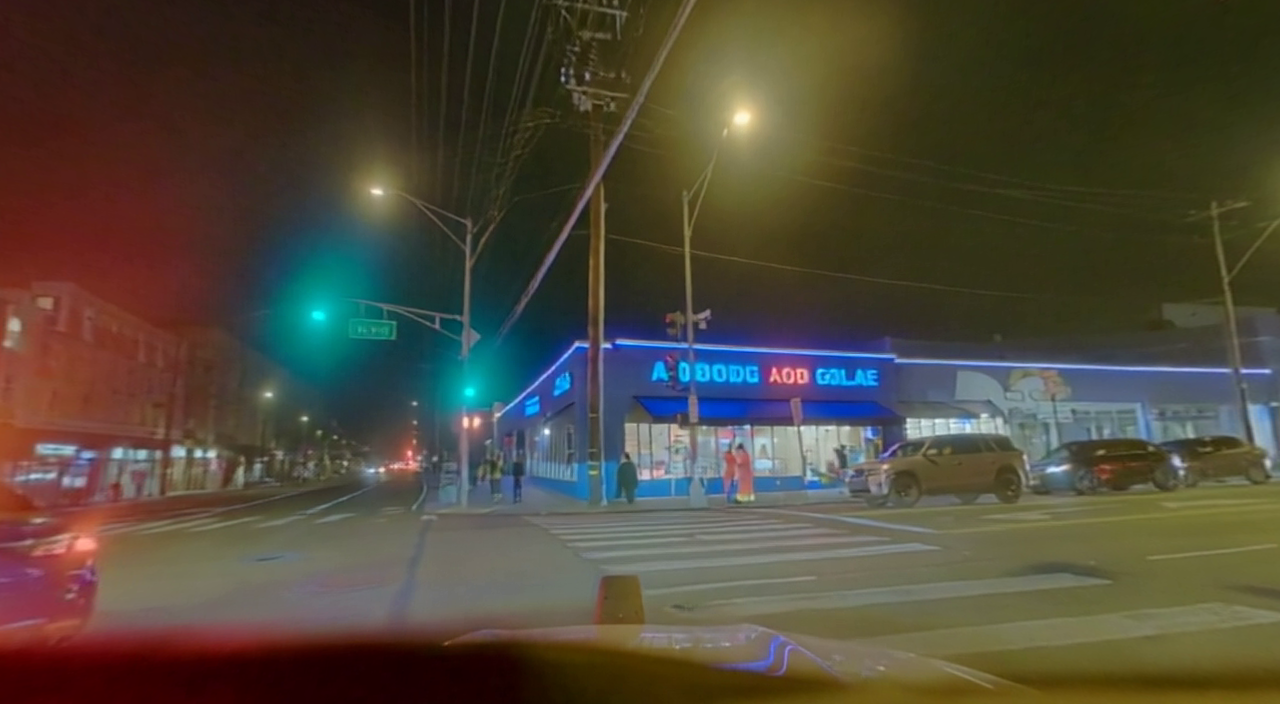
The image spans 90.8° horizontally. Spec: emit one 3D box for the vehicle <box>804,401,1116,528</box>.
[{"bbox_3d":[5.940,2.039,11.908,4.970,1.972,2.372,3,-9,-21],"label":"vehicle"}]

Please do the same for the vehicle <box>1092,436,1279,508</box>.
[{"bbox_3d":[13.207,2.711,14.697,4.672,1.459,1.938,3,-9,-20],"label":"vehicle"}]

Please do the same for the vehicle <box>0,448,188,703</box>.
[{"bbox_3d":[-5.850,1.380,4.155,4.439,1.457,2.097,-2,-9,11],"label":"vehicle"}]
